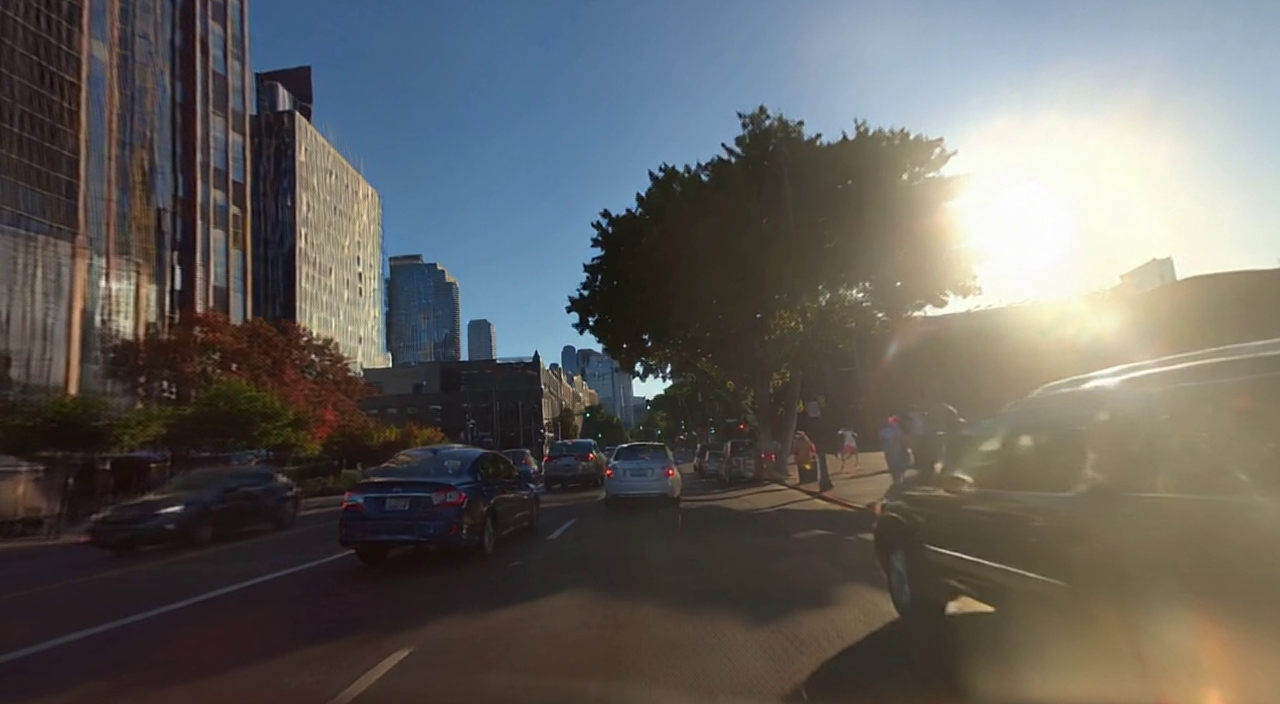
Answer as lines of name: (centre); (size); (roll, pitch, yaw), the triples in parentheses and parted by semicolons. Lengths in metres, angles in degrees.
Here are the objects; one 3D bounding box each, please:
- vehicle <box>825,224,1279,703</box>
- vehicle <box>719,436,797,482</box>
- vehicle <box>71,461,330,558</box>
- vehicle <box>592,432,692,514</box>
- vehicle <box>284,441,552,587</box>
vehicle: (2.999, 0.897, 3.682); (2.352, 1.953, 4.798); (0, -8, 0)
vehicle: (4.100, 3.744, 22.587); (2.065, 1.461, 4.181); (0, -8, 1)
vehicle: (-8.682, 3.095, 13.173); (1.920, 1.492, 4.624); (1, -8, 2)
vehicle: (0.114, 2.825, 15.200); (2.076, 1.667, 3.948); (-1, -8, 3)
vehicle: (-2.611, 2.006, 8.770); (1.940, 1.481, 4.376); (-1, -8, 3)
